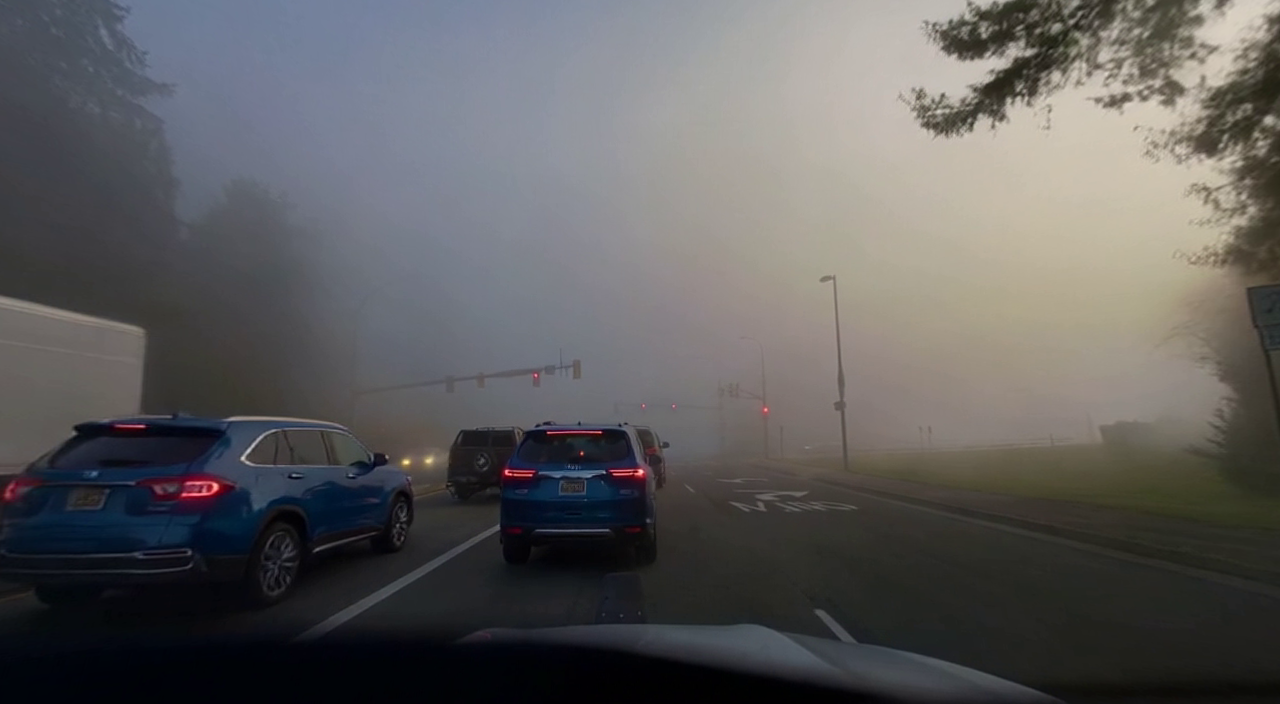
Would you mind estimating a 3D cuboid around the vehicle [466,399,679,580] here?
[{"bbox_3d":[-0.583,1.740,8.883,2.131,1.793,5.016,0,-8,2],"label":"vehicle"}]

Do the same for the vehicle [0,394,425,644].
[{"bbox_3d":[-4.073,1.458,6.580,2.009,1.673,4.454,0,-8,1],"label":"vehicle"}]
